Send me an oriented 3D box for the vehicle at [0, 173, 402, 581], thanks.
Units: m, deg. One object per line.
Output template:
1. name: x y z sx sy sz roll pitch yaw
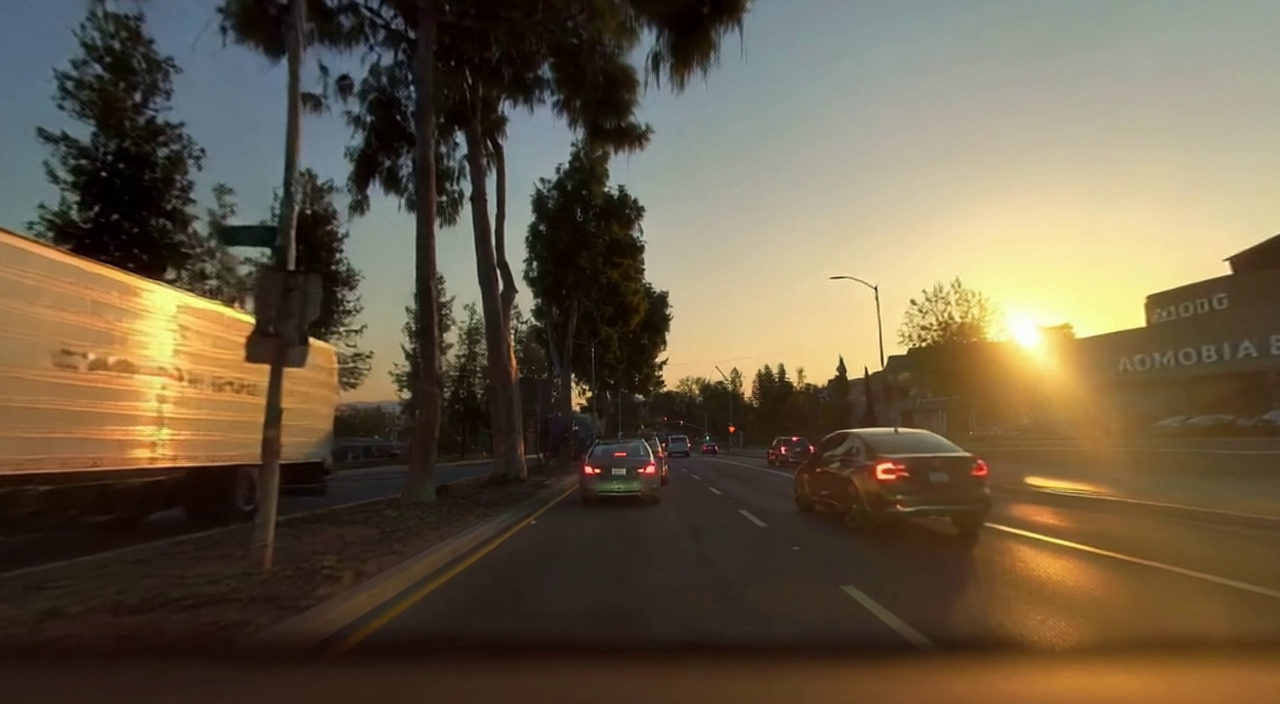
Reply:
1. vehicle: -8.369 0.672 9.338 3.250 4.249 16.263 0 -9 0

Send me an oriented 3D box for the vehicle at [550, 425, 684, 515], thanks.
1. vehicle: -0.403 2.360 12.998 2.315 1.563 4.080 0 -9 0

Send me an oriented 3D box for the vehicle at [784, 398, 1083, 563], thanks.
1. vehicle: 3.689 1.718 9.089 2.090 1.763 4.560 0 -9 0
